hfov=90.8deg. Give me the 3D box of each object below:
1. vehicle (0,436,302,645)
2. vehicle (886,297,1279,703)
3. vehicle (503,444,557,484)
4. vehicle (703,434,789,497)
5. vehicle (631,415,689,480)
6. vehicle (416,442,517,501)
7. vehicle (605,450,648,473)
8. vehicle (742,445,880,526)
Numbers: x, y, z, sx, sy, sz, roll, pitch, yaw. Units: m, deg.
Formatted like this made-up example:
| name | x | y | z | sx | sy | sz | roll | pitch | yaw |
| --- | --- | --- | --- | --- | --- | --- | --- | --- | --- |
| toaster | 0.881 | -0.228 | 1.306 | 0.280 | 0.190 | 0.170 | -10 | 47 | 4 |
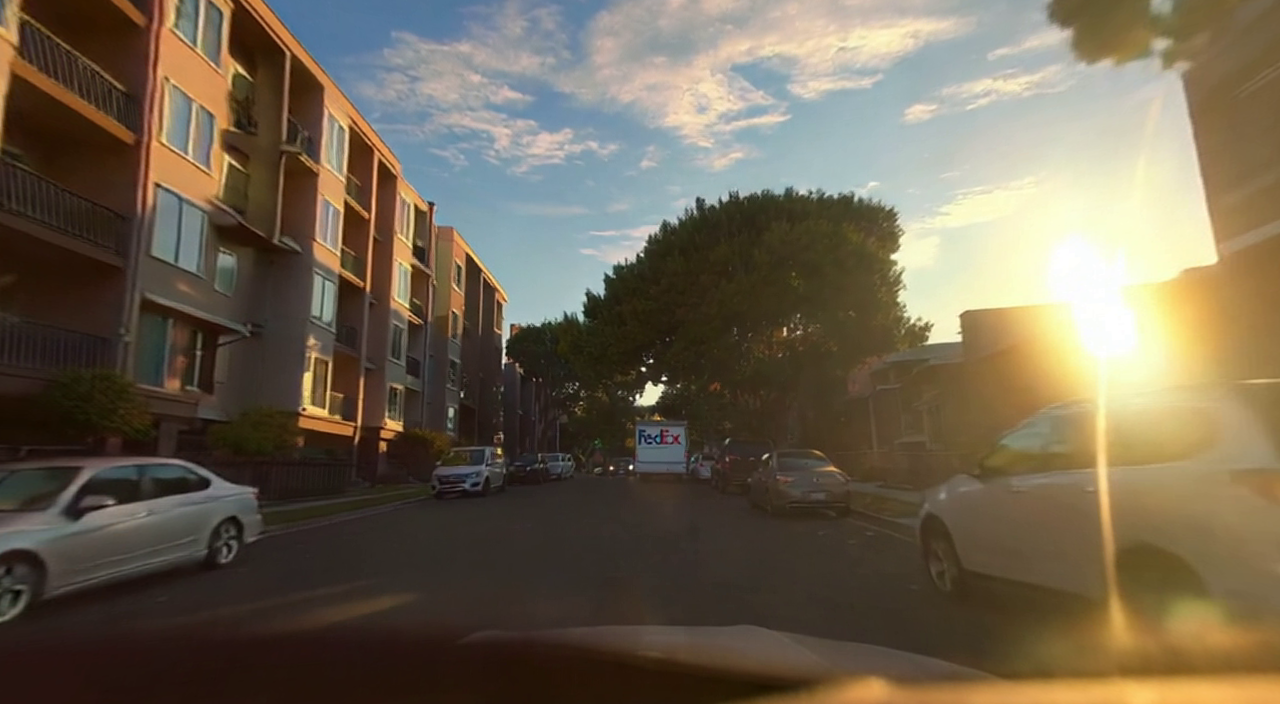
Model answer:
| name | x | y | z | sx | sy | sz | roll | pitch | yaw |
| --- | --- | --- | --- | --- | --- | --- | --- | --- | --- |
| vehicle | -5.695 | 1.694 | 6.588 | 1.888 | 1.546 | 4.306 | 0 | -8 | 1 |
| vehicle | 3.640 | 1.021 | 4.236 | 2.099 | 2.018 | 4.087 | 0 | -9 | -3 |
| vehicle | -5.567 | 5.716 | 32.526 | 2.020 | 1.867 | 4.654 | 0 | -8 | -1 |
| vehicle | 3.701 | 4.088 | 23.268 | 2.221 | 1.991 | 5.564 | 0 | -9 | 0 |
| vehicle | 0.962 | 5.423 | 36.005 | 2.930 | 3.275 | 8.180 | 0 | -8 | -1 |
| vehicle | -5.678 | 3.937 | 21.302 | 2.089 | 1.757 | 4.256 | -1 | -8 | 2 |
| vehicle | -0.910 | 7.573 | 43.920 | 1.981 | 1.500 | 3.992 | -2 | -9 | 14 |
| vehicle | 3.594 | 2.854 | 14.193 | 1.877 | 1.500 | 4.407 | 0 | -8 | 1 |
